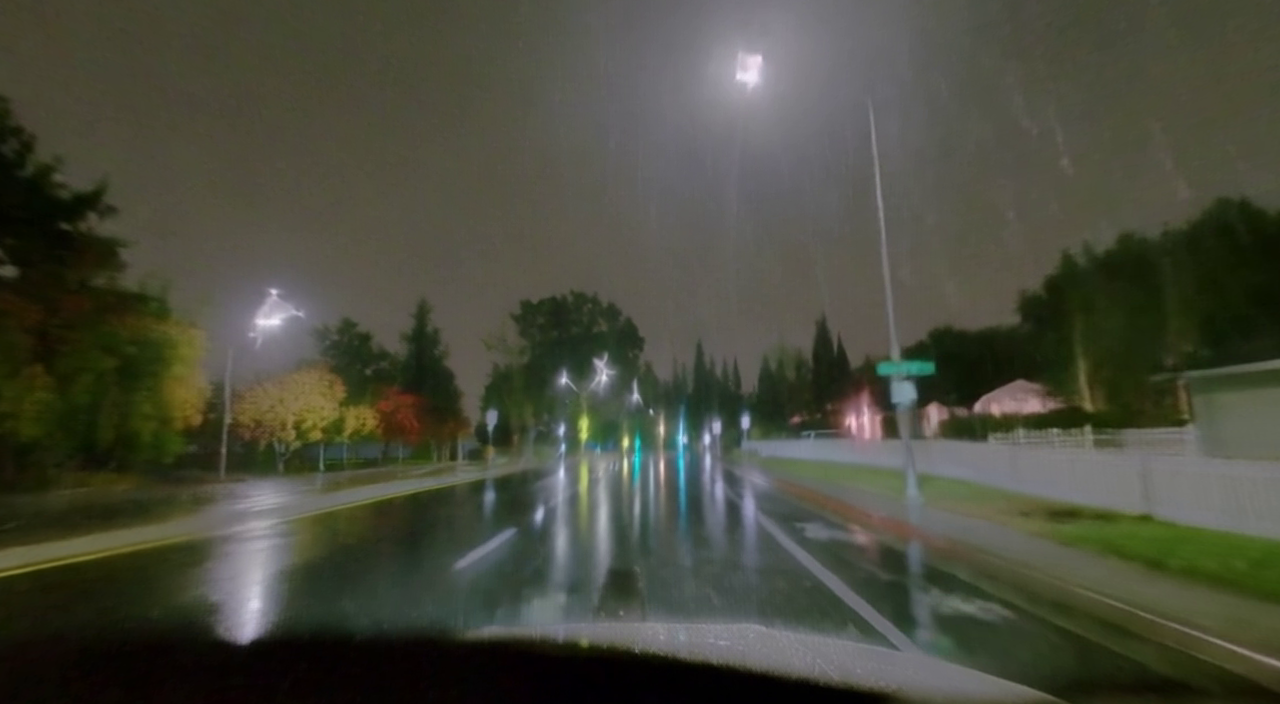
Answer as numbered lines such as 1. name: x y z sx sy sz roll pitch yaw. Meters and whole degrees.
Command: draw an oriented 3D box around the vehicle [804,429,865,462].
1. vehicle: 10.842 5.254 35.556 1.938 1.695 4.296 0 -8 -1
